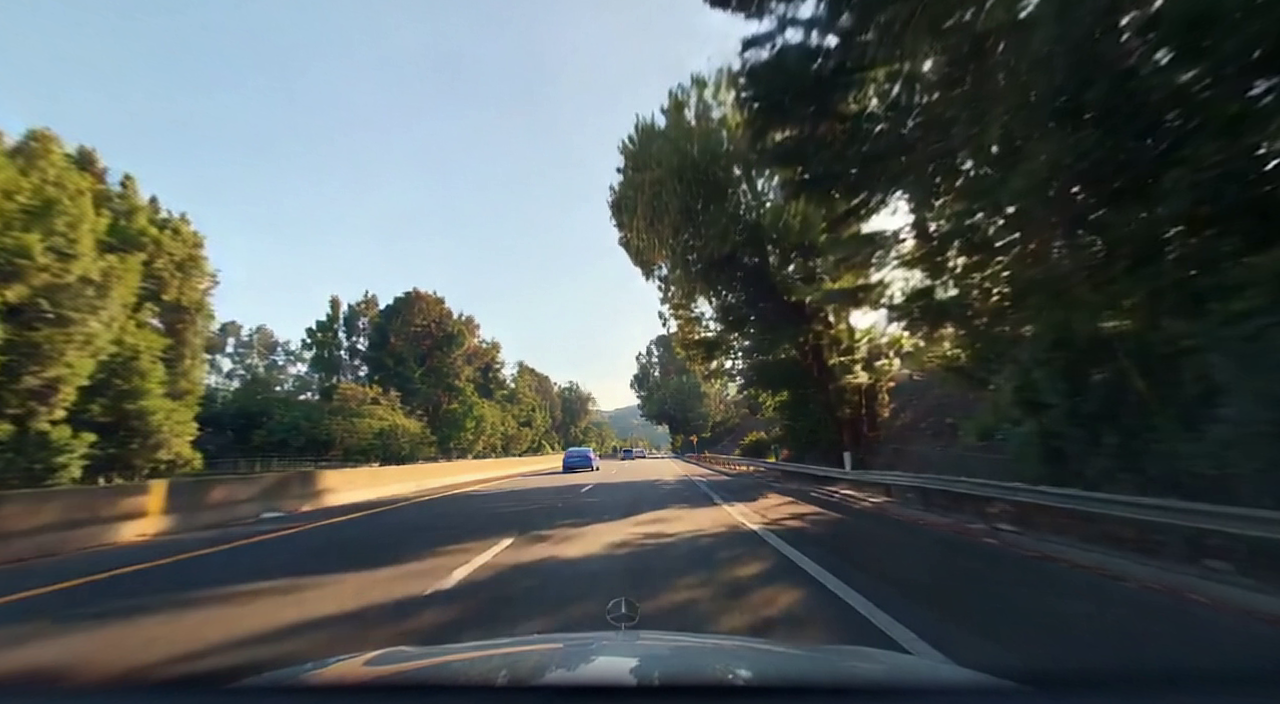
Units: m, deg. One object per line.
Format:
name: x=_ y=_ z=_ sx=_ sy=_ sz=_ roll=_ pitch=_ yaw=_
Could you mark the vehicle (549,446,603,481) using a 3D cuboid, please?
vehicle: x=-2.794 y=5.006 z=28.575 sx=1.917 sy=1.450 sz=3.997 roll=0 pitch=-8 yaw=2
